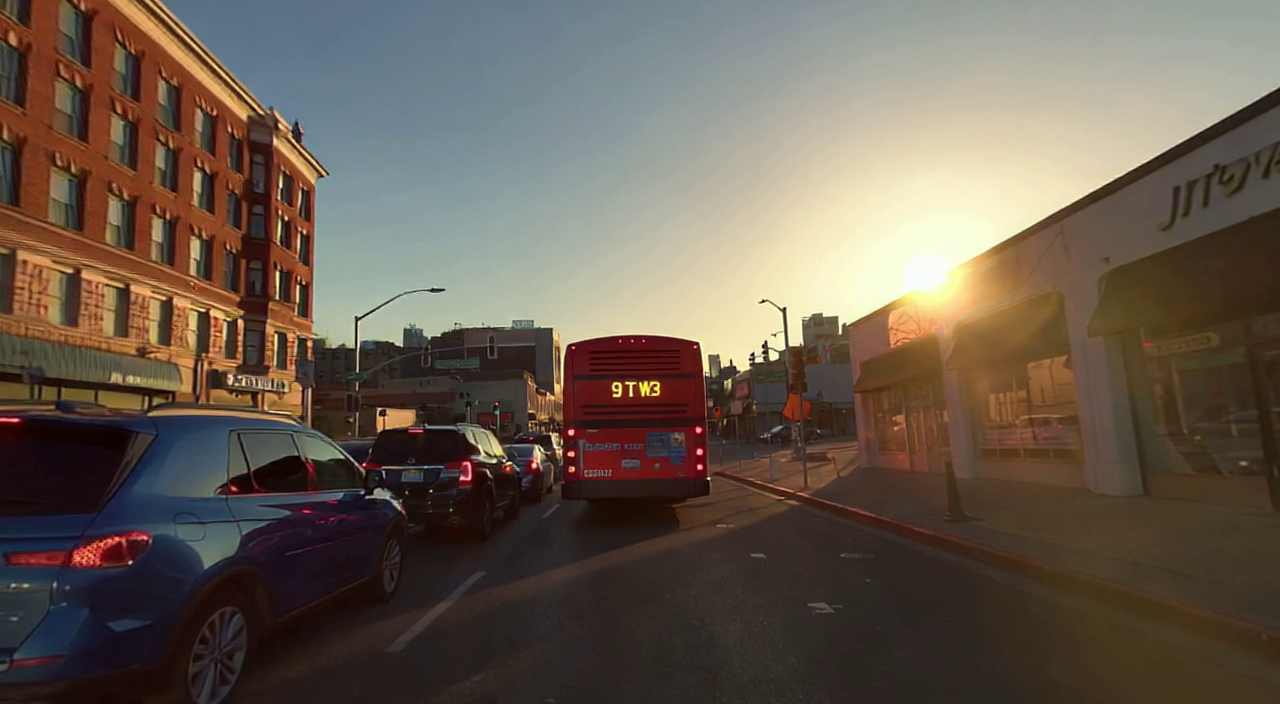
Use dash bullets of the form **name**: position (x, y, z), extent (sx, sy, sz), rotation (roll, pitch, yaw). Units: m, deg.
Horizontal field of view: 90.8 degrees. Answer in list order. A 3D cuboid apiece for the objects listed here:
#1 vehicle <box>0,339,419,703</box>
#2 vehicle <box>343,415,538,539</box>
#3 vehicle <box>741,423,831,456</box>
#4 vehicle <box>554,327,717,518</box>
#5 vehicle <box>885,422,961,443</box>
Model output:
- **vehicle**: position (-3.213, 1.097, 3.988), extent (2.020, 1.725, 4.384), rotation (0, -8, 0)
- **vehicle**: position (-3.346, 2.203, 11.781), extent (2.096, 1.828, 4.669), rotation (0, -8, 0)
- **vehicle**: position (9.961, 6.048, 43.506), extent (5.788, 2.165, 2.491), rotation (-2, -9, 10)
- **vehicle**: position (-0.324, 1.990, 16.503), extent (2.938, 3.468, 9.972), rotation (0, -9, -3)
- **vehicle**: position (21.198, 6.067, 47.355), extent (4.827, 1.555, 1.863), rotation (1, -9, -7)
